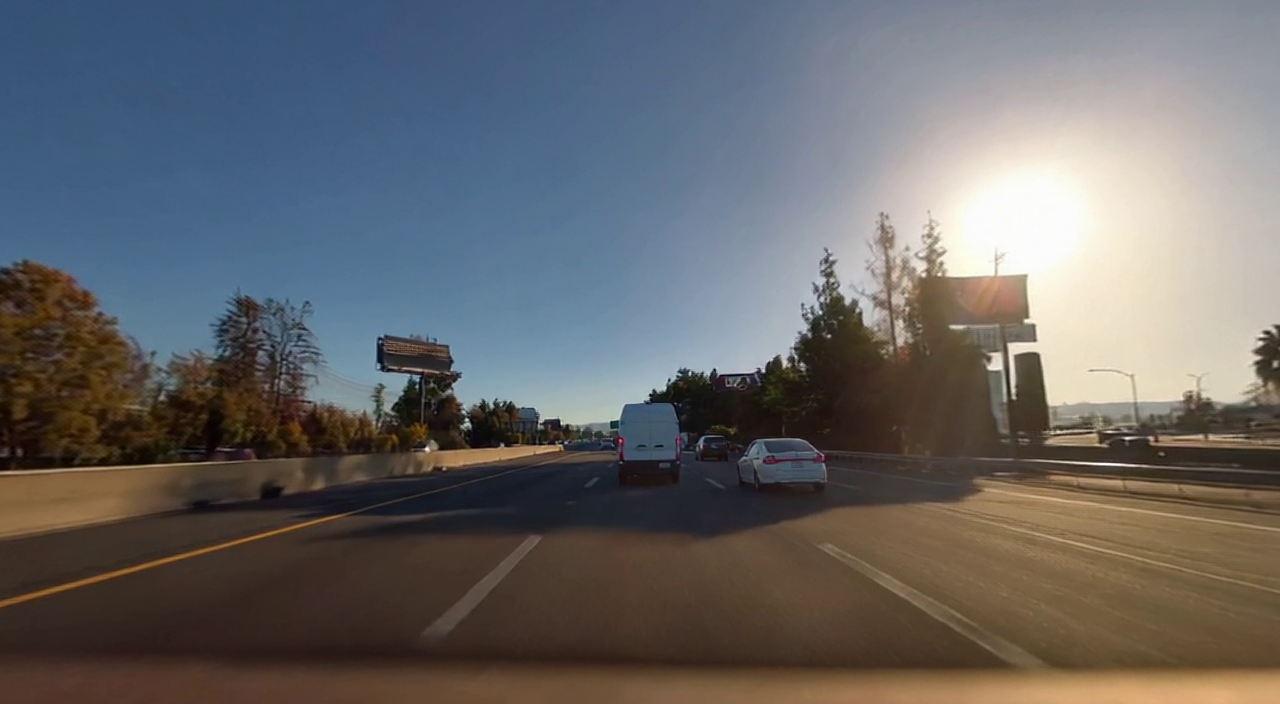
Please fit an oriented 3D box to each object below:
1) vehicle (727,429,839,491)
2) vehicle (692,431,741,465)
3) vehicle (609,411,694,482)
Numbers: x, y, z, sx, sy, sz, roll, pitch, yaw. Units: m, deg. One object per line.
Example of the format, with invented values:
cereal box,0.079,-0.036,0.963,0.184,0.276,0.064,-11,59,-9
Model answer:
vehicle,3.775,2.929,17.351,2.099,1.510,3.784,0,-8,-2
vehicle,4.021,5.132,33.709,2.019,1.662,3.977,0,-8,-2
vehicle,0.256,3.212,21.498,2.546,2.087,5.404,0,-8,-2
